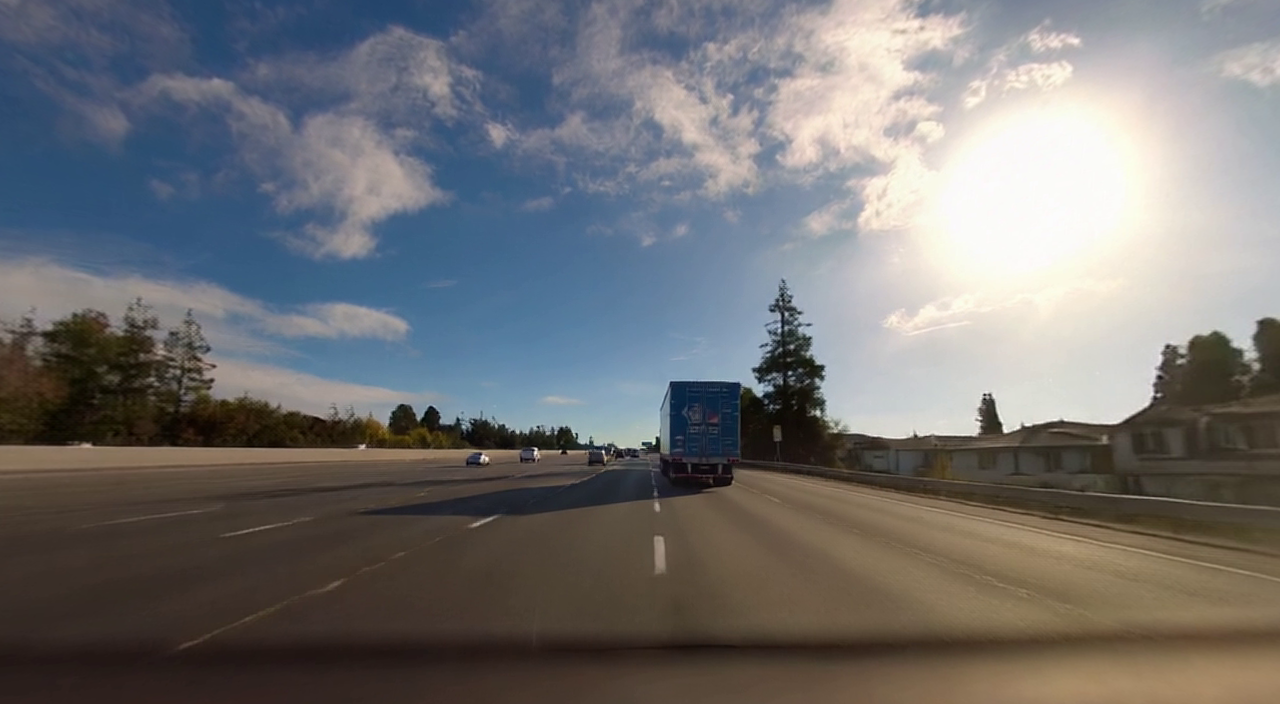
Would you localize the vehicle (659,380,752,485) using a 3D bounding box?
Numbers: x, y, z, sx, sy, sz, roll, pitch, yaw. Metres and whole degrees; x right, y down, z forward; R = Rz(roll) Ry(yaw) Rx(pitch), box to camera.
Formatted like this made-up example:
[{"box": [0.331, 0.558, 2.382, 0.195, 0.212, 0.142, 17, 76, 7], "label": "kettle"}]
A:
[{"box": [2.786, 4.308, 32.544, 3.140, 4.100, 15.551, 0, -9, 0], "label": "vehicle"}]
